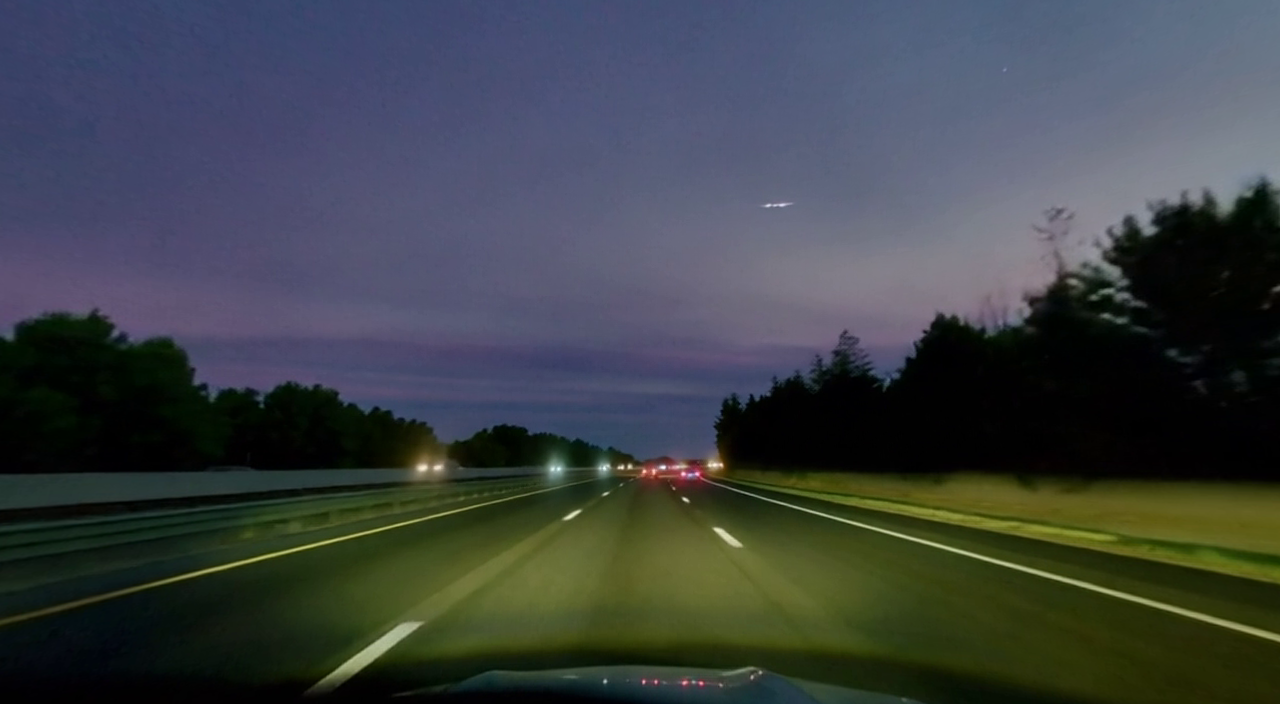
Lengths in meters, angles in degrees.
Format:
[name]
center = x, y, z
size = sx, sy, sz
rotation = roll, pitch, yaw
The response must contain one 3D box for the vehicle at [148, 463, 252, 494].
[vehicle]
center = -20.672, 5.950, 29.833
size = 1.917, 1.373, 4.065
rotation = 0, -10, 2
